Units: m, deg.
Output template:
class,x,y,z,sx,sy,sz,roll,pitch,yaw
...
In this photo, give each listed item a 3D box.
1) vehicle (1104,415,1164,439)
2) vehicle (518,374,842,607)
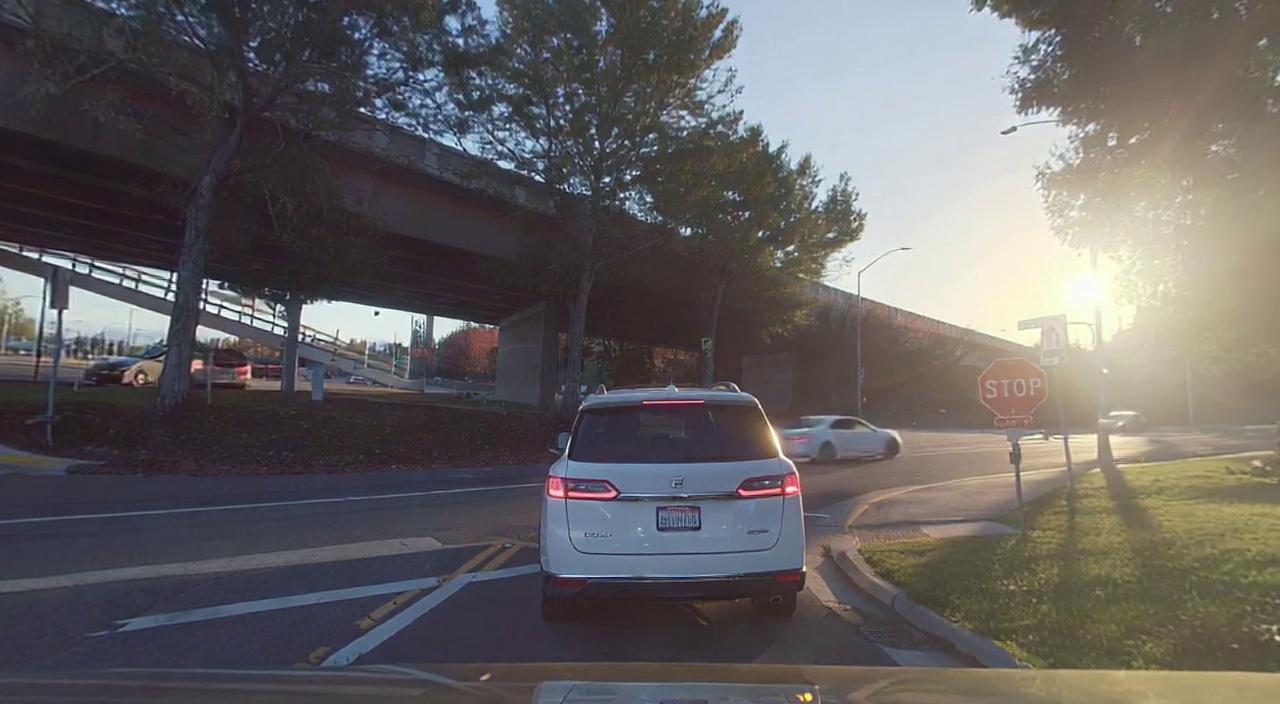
class,x,y,z,sx,sy,sz,roll,pitch,yaw
vehicle,38.705,5.900,49.419,4.557,1.712,1.913,5,-10,-29
vehicle,0.306,1.398,7.139,2.494,1.804,4.336,0,-9,0
